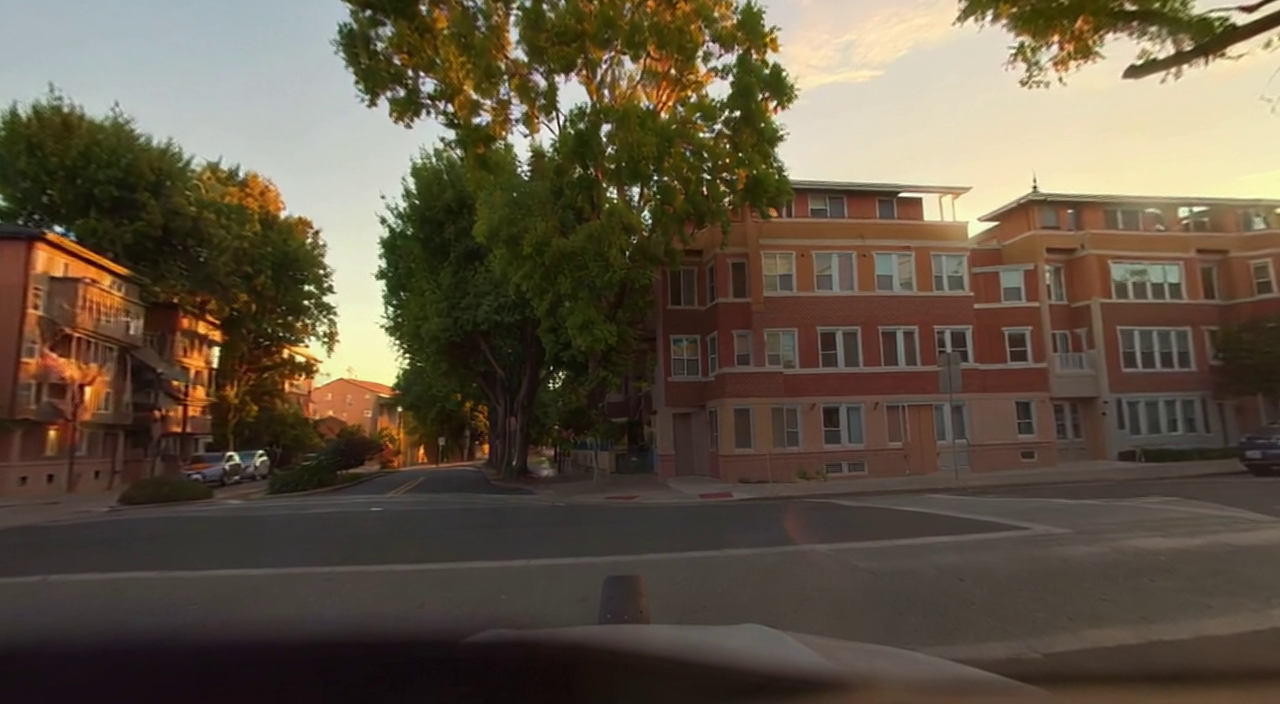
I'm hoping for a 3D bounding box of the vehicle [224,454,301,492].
[{"bbox_3d":[-16.966,5.418,28.557,1.941,1.442,4.384,1,-8,-17],"label":"vehicle"}]

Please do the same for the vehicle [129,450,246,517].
[{"bbox_3d":[-12.263,3.492,17.392,2.027,1.475,4.522,2,-9,-29],"label":"vehicle"}]
